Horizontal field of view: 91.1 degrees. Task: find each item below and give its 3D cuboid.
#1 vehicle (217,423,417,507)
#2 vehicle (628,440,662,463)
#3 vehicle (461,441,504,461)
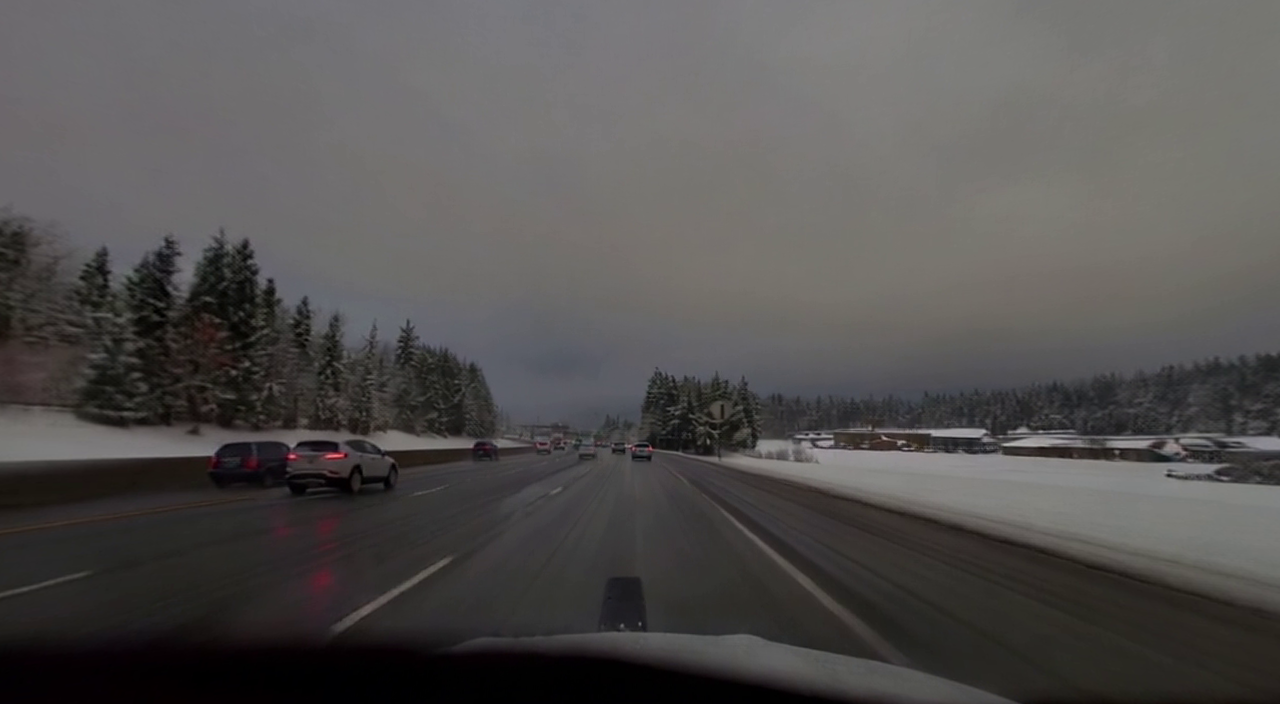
[{"bbox_3d":[-7.577,2.706,15.537,2.238,1.712,5.000,0,-8,1],"label":"vehicle"},{"bbox_3d":[0.283,6.697,42.305,2.060,1.465,3.974,0,-8,-2],"label":"vehicle"},{"bbox_3d":[-11.984,7.565,48.082,2.056,1.489,4.852,0,-8,-1],"label":"vehicle"}]
